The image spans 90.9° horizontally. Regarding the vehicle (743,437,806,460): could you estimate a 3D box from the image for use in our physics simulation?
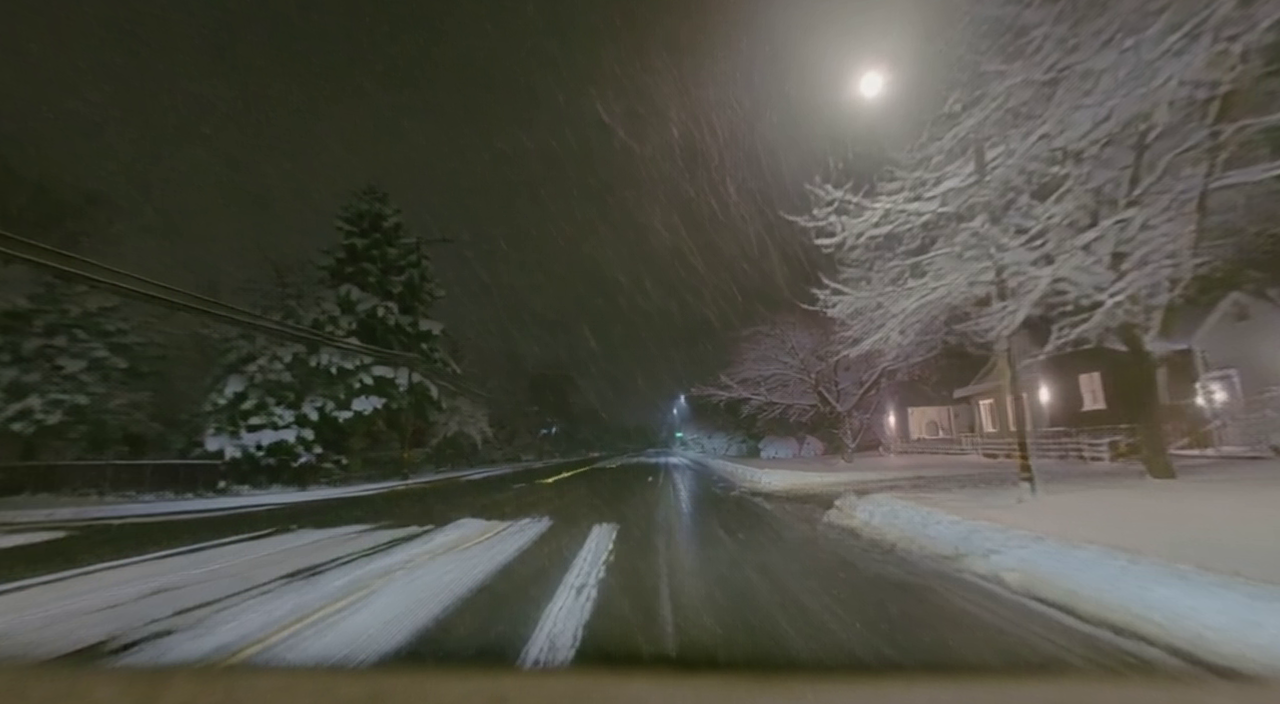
[{"bbox_3d":[9.654,6.962,45.531,4.153,1.605,1.835,1,-7,-1],"label":"vehicle"}]
